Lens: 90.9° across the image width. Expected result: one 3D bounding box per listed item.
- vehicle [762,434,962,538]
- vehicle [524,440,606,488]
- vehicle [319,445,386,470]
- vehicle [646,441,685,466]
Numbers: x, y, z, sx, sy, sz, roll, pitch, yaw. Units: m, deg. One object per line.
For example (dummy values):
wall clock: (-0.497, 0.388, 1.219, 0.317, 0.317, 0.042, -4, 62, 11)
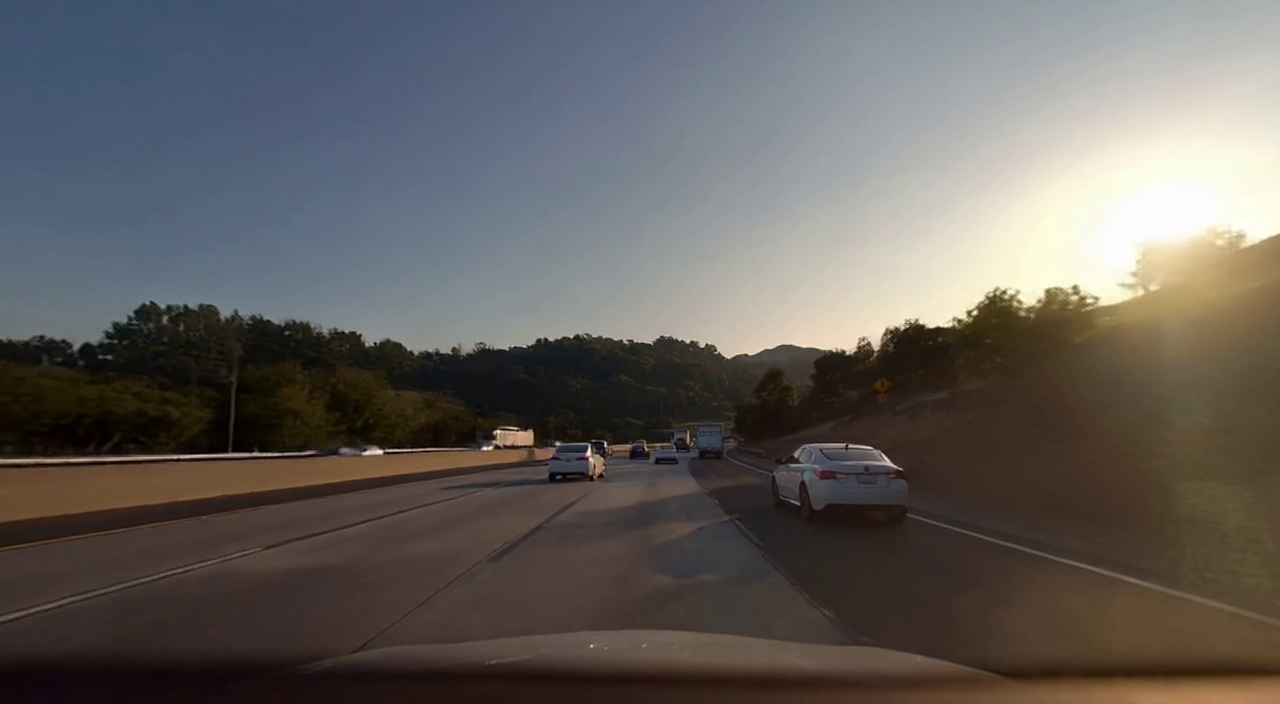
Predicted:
vehicle: (3.613, 2.251, 11.266, 2.013, 1.464, 4.317, 0, -8, 0)
vehicle: (-2.491, 3.896, 22.292, 2.031, 1.491, 4.792, -1, -8, 3)
vehicle: (-18.858, 6.923, 41.639, 1.974, 1.513, 4.705, -1, -8, 4)
vehicle: (1.586, 6.184, 38.526, 2.202, 1.467, 3.929, -1, -8, 3)
